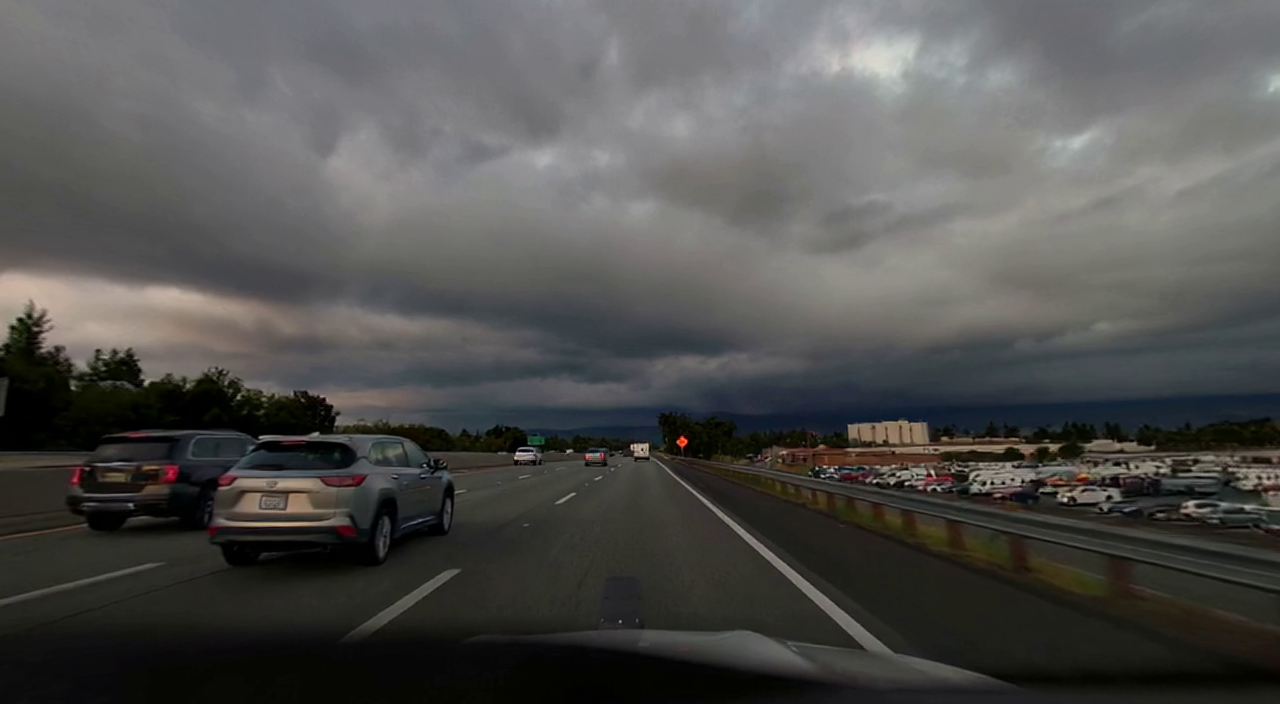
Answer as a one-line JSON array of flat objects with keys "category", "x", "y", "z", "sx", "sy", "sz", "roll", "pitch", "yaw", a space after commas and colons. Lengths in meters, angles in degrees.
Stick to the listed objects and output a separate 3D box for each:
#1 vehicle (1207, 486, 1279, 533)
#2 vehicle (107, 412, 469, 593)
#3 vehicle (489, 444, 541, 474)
[{"category": "vehicle", "x": 50.356, "y": 12.357, "z": 49.625, "sx": 7.762, "sy": 3.334, "sz": 2.804, "roll": -1, "pitch": -9, "yaw": 9}, {"category": "vehicle", "x": -3.872, "y": 1.720, "z": 8.044, "sx": 2.070, "sy": 1.665, "sz": 4.213, "roll": 0, "pitch": -9, "yaw": 1}, {"category": "vehicle", "x": -7.424, "y": 6.371, "z": 37.777, "sx": 2.046, "sy": 1.644, "sz": 4.422, "roll": 0, "pitch": -9, "yaw": 2}]
